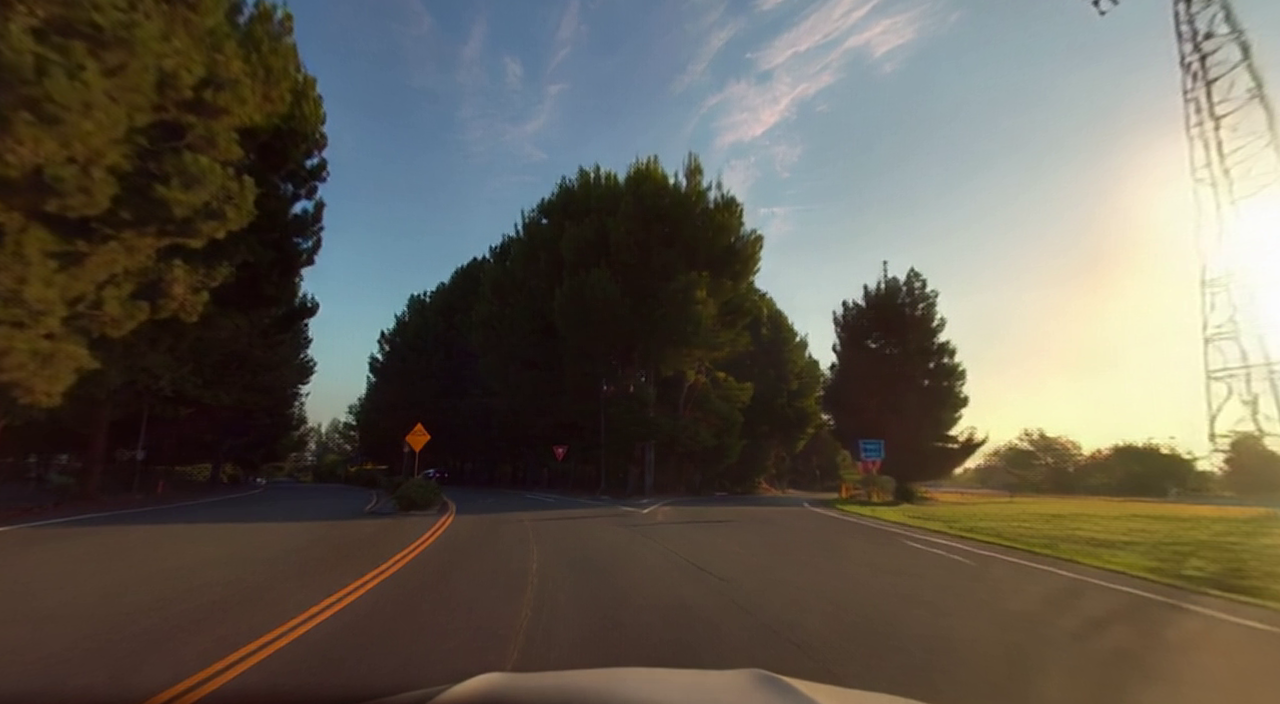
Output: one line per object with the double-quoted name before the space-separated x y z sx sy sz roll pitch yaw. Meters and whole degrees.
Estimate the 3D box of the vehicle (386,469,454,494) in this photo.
"vehicle" -15.034 8.855 43.268 1.889 1.583 3.992 -6 -13 32
